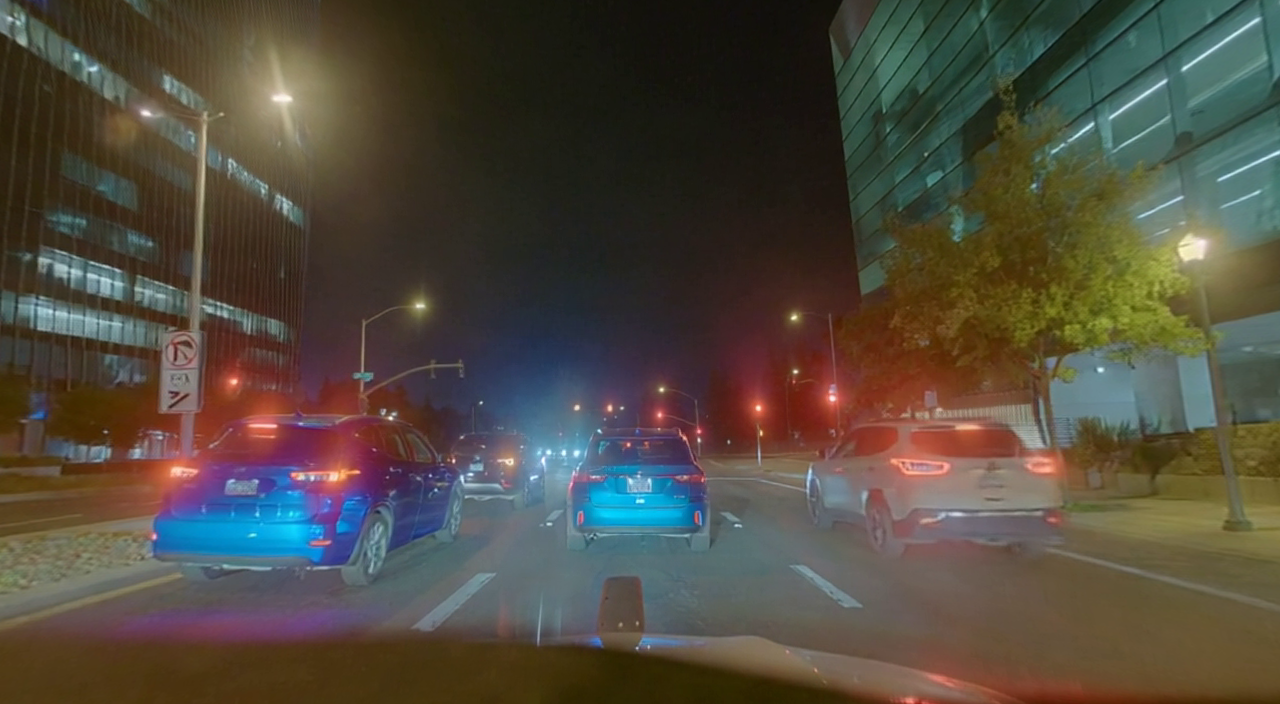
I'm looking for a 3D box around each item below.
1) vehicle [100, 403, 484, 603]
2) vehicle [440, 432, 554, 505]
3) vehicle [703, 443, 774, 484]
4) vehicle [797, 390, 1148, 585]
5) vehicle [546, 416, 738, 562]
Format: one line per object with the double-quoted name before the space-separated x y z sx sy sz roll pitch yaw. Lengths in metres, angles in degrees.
"vehicle" -3.531 1.613 7.664 2.083 1.691 4.398 0 -8 1
"vehicle" -3.618 3.022 16.827 2.068 1.678 4.199 0 -8 0
"vehicle" 3.728 4.306 24.758 2.082 1.445 4.426 0 -8 0
"vehicle" 3.694 1.603 8.279 2.026 1.819 4.579 0 -8 -1
"vehicle" -0.010 1.885 9.417 2.207 1.659 4.155 0 -8 -1
